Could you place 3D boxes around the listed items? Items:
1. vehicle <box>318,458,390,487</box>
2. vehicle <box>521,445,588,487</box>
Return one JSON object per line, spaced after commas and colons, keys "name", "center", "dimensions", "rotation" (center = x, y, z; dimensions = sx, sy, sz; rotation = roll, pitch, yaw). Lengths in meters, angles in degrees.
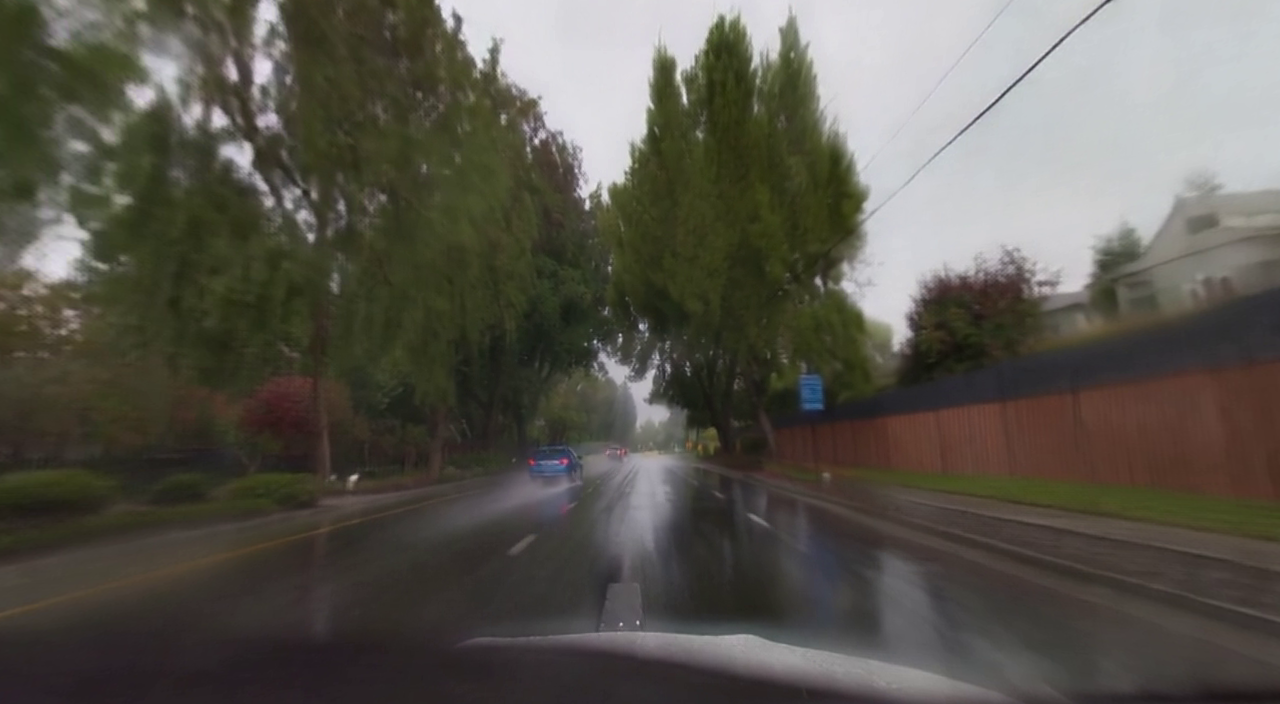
{"name": "vehicle", "center": [-16.775, 7.053, 37.300], "dimensions": [1.992, 1.483, 4.649], "rotation": [-1, -9, 1]}
{"name": "vehicle", "center": [-3.161, 4.311, 24.125], "dimensions": [1.870, 1.431, 4.317], "rotation": [-1, -9, 1]}
